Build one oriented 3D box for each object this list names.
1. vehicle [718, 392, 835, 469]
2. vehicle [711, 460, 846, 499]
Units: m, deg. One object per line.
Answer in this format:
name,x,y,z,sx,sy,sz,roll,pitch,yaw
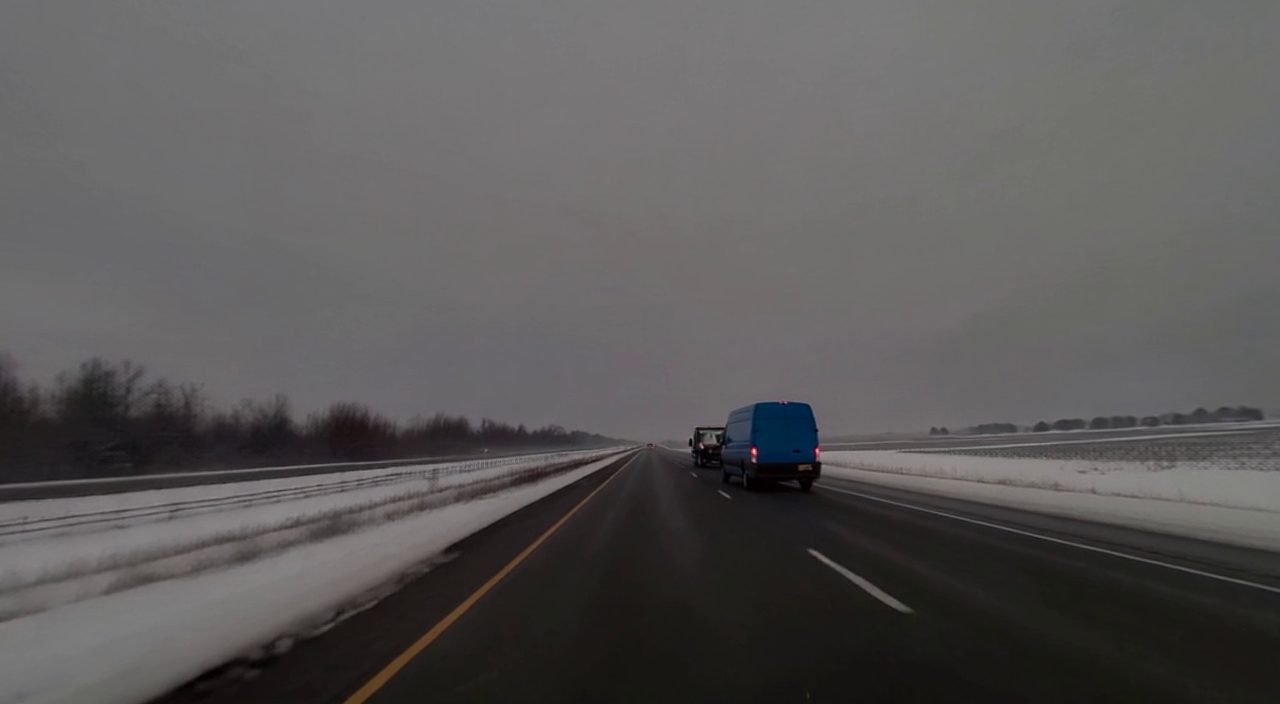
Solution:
vehicle,4.011,2.553,19.789,2.444,2.053,5.616,0,-9,0
vehicle,3.996,3.888,19.729,2.702,0.824,6.391,0,-8,-1
